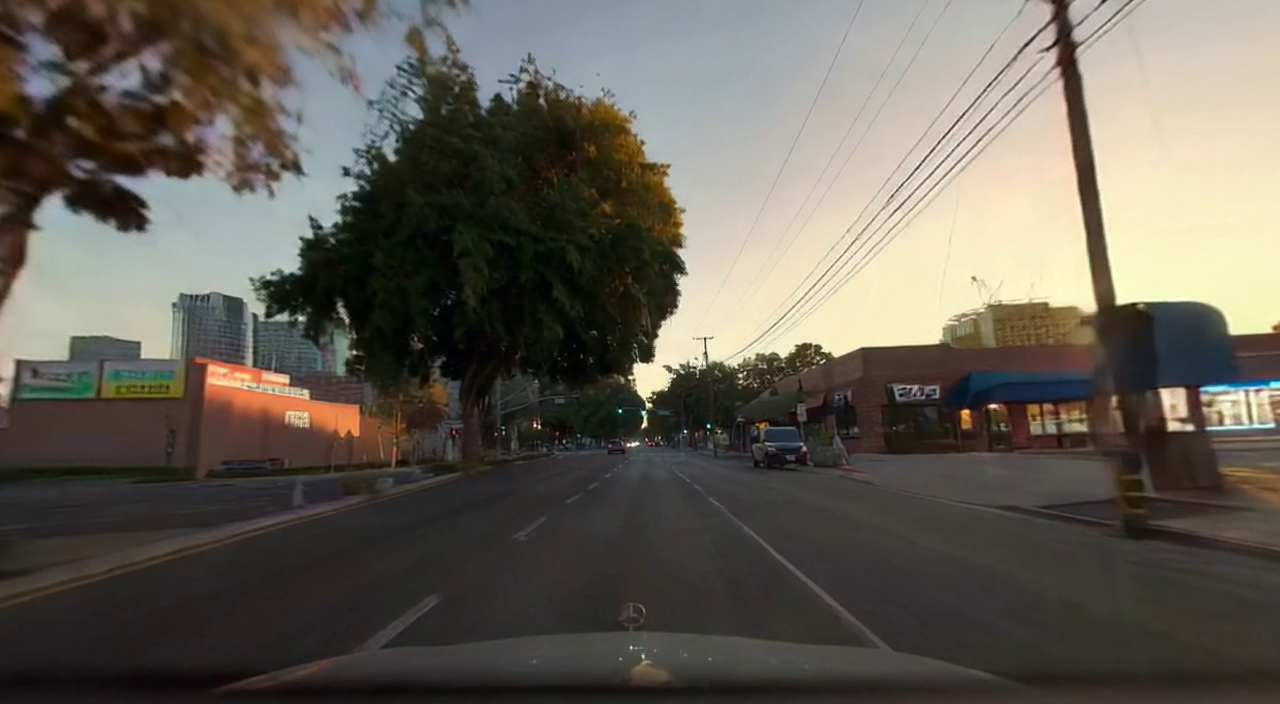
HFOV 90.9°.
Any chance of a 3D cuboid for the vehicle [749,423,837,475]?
[{"bbox_3d":[7.489,4.892,31.826,2.764,2.327,6.492,0,-8,0],"label":"vehicle"}]
